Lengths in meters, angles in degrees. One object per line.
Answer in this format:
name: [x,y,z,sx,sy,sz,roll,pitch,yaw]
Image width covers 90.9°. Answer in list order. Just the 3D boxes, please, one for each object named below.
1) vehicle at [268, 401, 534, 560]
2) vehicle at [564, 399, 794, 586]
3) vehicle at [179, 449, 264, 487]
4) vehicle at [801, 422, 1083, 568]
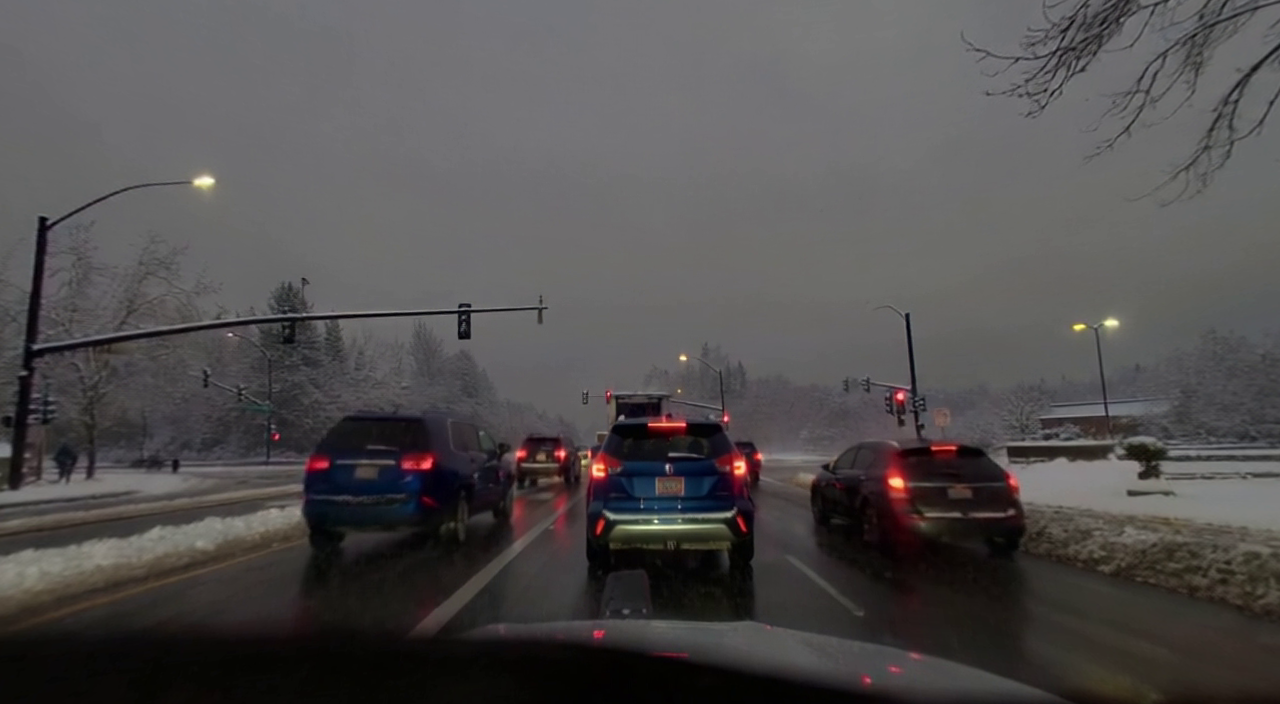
vehicle: [-3.181,1.849,9.784,2.209,1.828,4.847,0,-9,0]
vehicle: [0.376,1.661,8.229,2.172,1.764,4.338,0,-8,0]
vehicle: [-20.001,5.483,30.068,4.395,1.636,1.926,-7,-11,37]
vehicle: [3.858,1.877,9.011,1.954,1.592,3.992,0,-8,-1]
